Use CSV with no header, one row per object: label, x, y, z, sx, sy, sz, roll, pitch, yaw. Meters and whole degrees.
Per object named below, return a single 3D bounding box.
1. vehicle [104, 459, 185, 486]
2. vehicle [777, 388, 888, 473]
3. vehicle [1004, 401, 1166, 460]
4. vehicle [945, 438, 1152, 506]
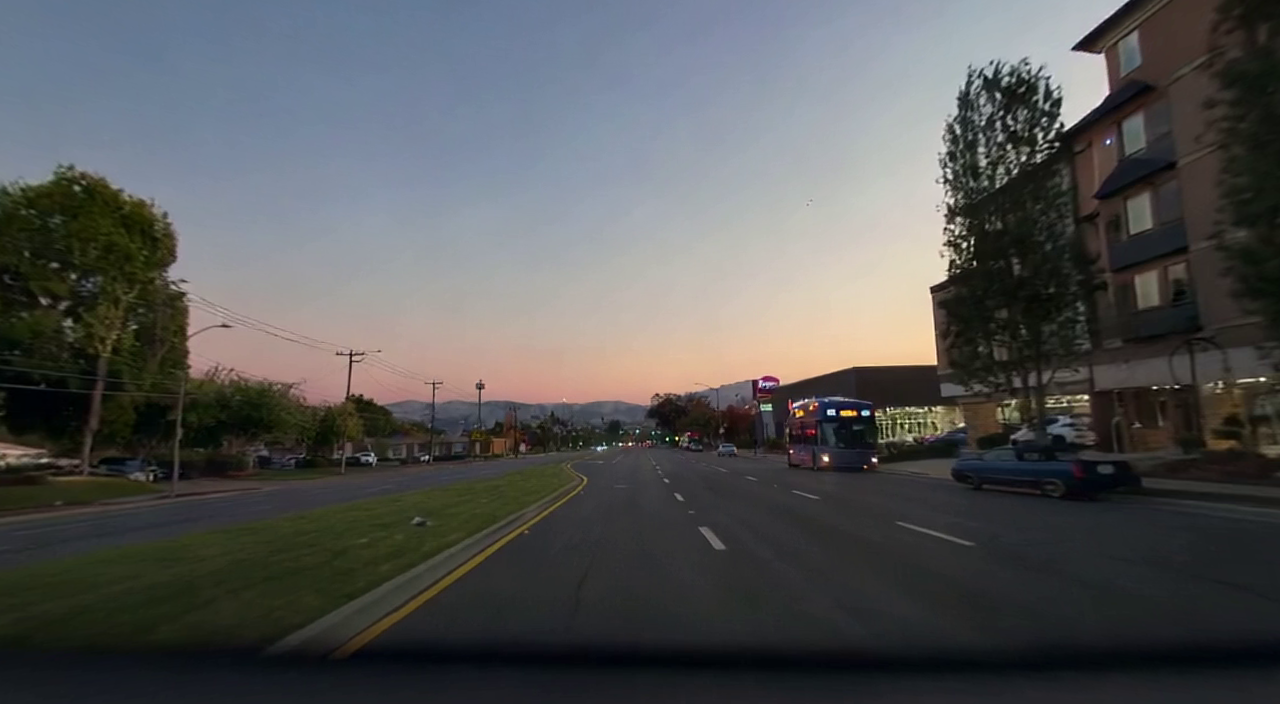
vehicle,-33.602,8.157,42.995,1.863,1.646,4.565,0,-8,-1
vehicle,9.775,4.215,33.387,3.017,3.888,8.508,0,-8,-1
vehicle,20.385,3.700,29.369,5.637,2.480,2.521,-4,-9,26
vehicle,10.054,2.966,16.168,2.009,1.451,4.832,0,-8,-1
